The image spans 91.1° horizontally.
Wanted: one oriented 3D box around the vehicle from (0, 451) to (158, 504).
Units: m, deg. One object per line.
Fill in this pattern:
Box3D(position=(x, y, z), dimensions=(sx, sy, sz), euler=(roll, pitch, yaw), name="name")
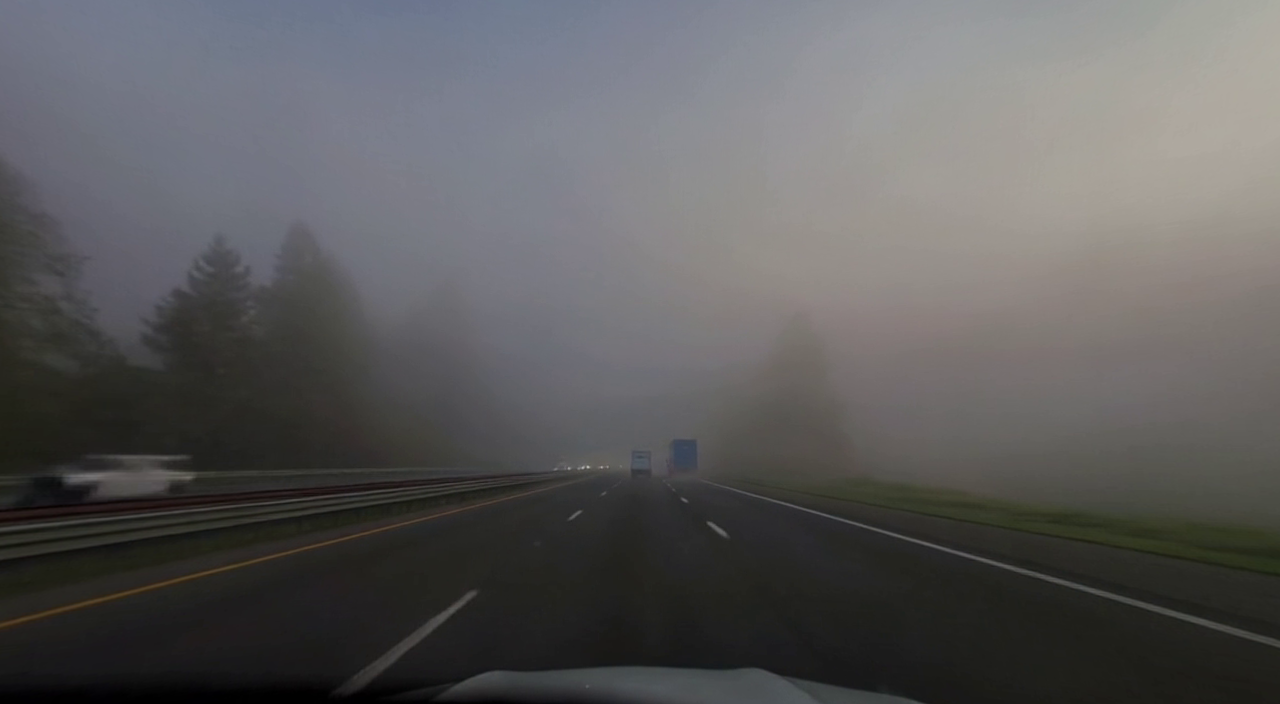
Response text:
Box3D(position=(-18.963, 4.161, 21.093), dimensions=(1.851, 1.541, 4.504), euler=(1, -10, 0), name="vehicle")
